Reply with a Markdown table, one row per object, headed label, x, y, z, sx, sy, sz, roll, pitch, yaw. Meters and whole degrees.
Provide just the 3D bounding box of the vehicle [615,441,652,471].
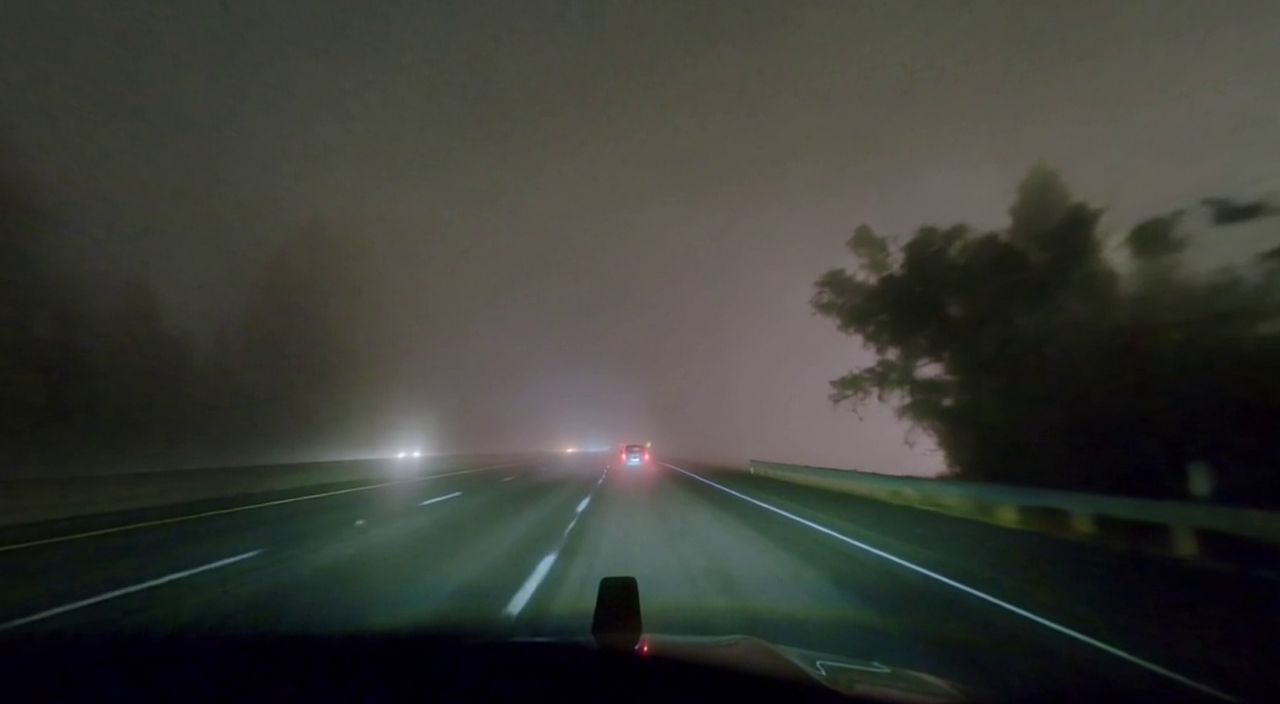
| label | x | y | z | sx | sy | sz | roll | pitch | yaw |
| --- | --- | --- | --- | --- | --- | --- | --- | --- | --- |
| vehicle | -0.415 | 6.308 | 38.308 | 2.120 | 1.715 | 4.153 | 0 | -9 | -1 |
